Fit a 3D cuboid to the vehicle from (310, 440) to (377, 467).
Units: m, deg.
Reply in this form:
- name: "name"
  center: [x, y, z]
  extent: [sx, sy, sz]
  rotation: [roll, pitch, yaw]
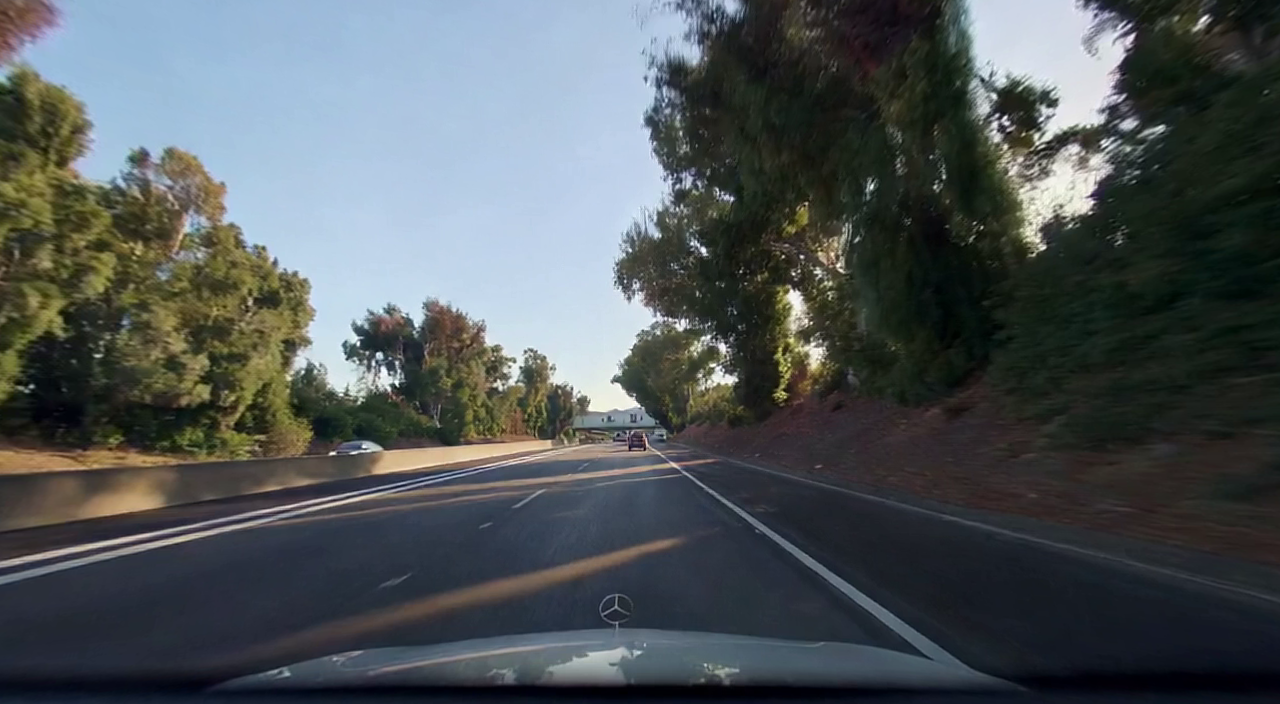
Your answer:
- name: "vehicle"
  center: [-17.534, 6.004, 37.521]
  extent: [1.935, 1.459, 4.250]
  rotation: [0, -8, 0]

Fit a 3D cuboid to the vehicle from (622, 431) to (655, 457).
- name: "vehicle"
  center: [-0.110, 6.185, 42.371]
  extent: [2.134, 1.654, 4.174]
  rotation: [0, -8, 0]
